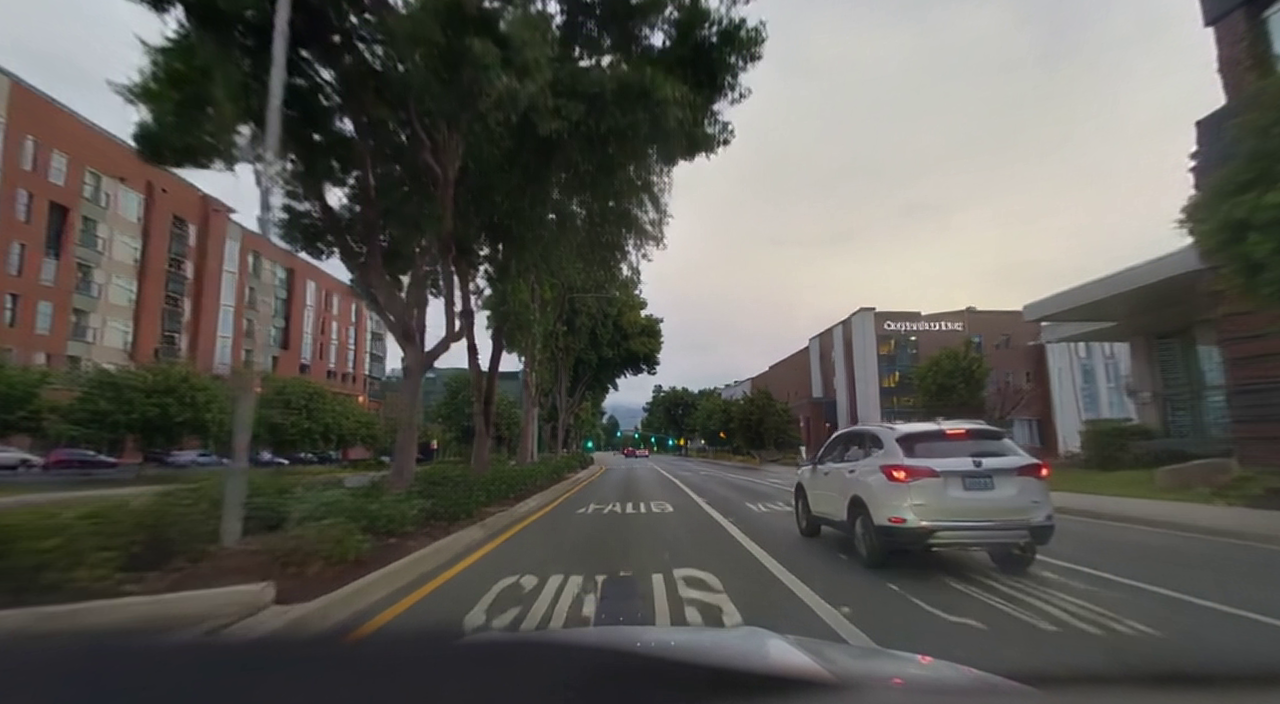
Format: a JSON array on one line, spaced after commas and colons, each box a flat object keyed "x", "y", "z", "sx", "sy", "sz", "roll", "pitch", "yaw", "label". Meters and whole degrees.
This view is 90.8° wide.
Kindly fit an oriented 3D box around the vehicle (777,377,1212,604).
[{"x": 3.662, "y": 1.591, "z": 8.168, "sx": 2.505, "sy": 1.971, "sz": 5.162, "roll": 0, "pitch": -9, "yaw": -1, "label": "vehicle"}]
